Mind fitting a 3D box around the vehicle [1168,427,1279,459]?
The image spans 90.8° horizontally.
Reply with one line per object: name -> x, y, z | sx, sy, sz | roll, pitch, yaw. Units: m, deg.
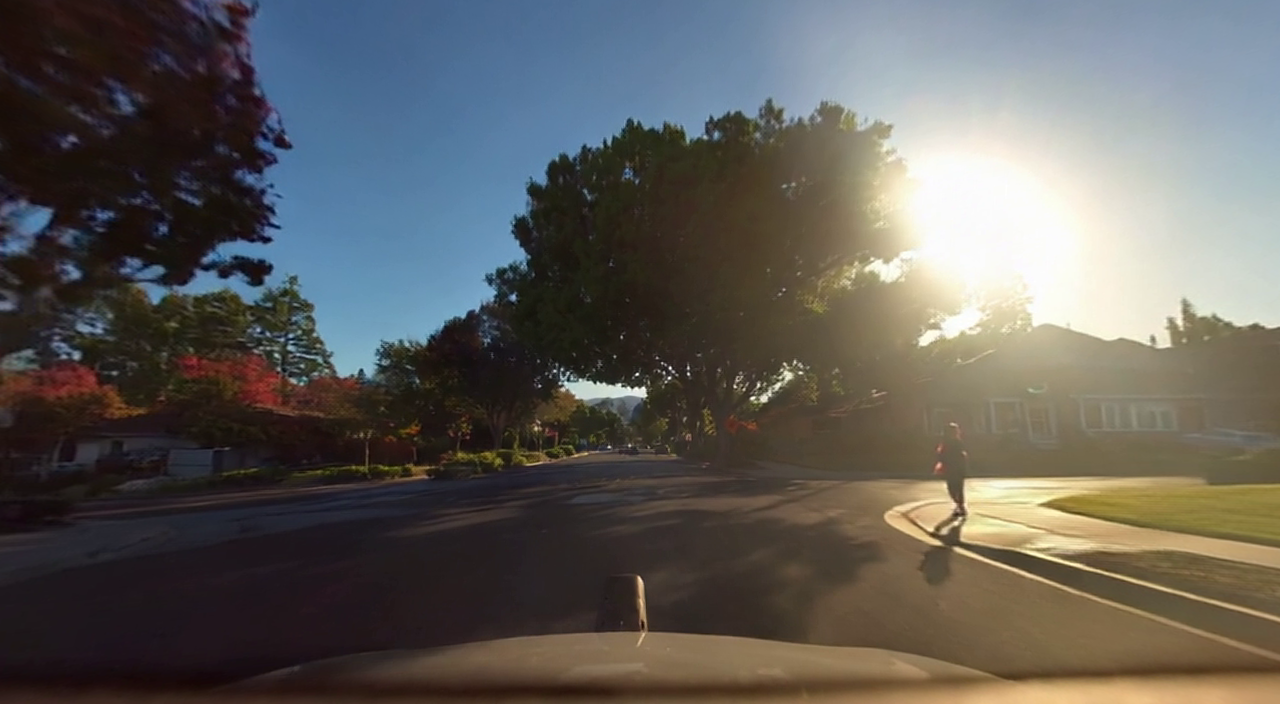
vehicle -> 29.745, 4.643, 32.056 | 1.764, 1.491, 4.548 | 0, -9, -2

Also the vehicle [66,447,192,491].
vehicle -> -24.922, 5.706, 31.117 | 2.004, 1.856, 4.934 | -4, -9, 2
